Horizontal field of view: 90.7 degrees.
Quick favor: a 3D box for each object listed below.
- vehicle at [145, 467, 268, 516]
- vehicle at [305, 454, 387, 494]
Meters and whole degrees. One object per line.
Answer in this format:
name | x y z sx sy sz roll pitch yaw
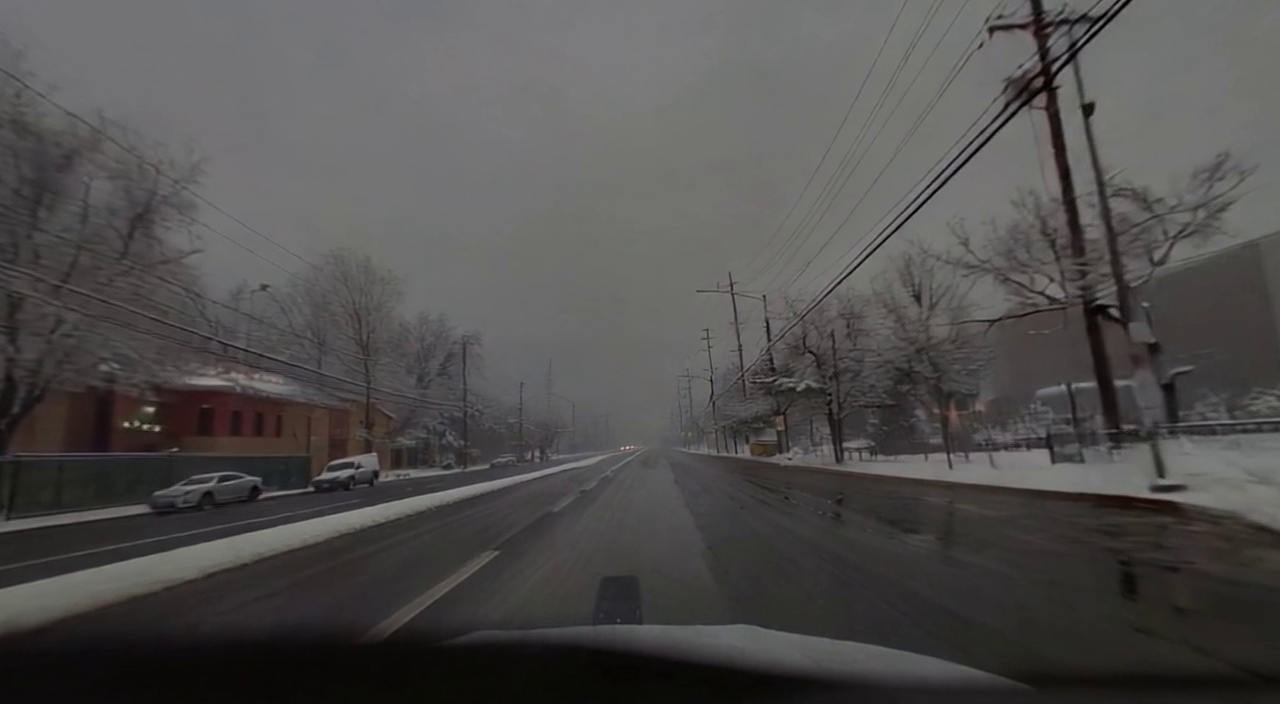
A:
vehicle | -17.595 5.650 25.995 1.931 1.501 4.564 -6 -9 -1
vehicle | -17.564 7.259 38.134 2.228 1.969 5.694 -6 -9 -1
